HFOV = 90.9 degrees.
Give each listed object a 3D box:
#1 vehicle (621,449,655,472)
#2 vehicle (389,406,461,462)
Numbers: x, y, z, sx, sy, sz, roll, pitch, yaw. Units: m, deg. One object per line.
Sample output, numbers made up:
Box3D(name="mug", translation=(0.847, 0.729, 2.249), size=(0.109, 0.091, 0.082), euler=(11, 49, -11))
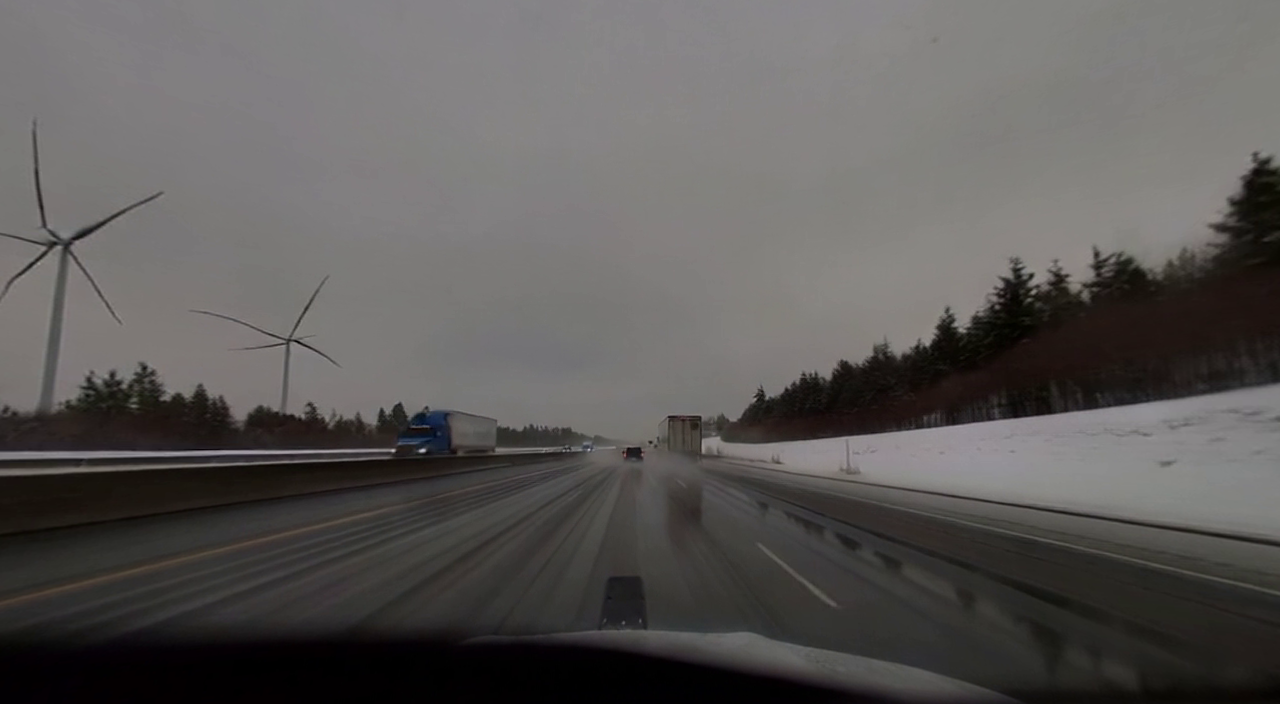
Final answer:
Box3D(name="vehicle", translation=(-0.144, 7.307, 42.589), size=(2.209, 1.453, 3.695), euler=(0, -9, 0))
Box3D(name="vehicle", translation=(-15.734, 6.130, 46.568), size=(3.185, 3.867, 5.948), euler=(0, -9, -1))
